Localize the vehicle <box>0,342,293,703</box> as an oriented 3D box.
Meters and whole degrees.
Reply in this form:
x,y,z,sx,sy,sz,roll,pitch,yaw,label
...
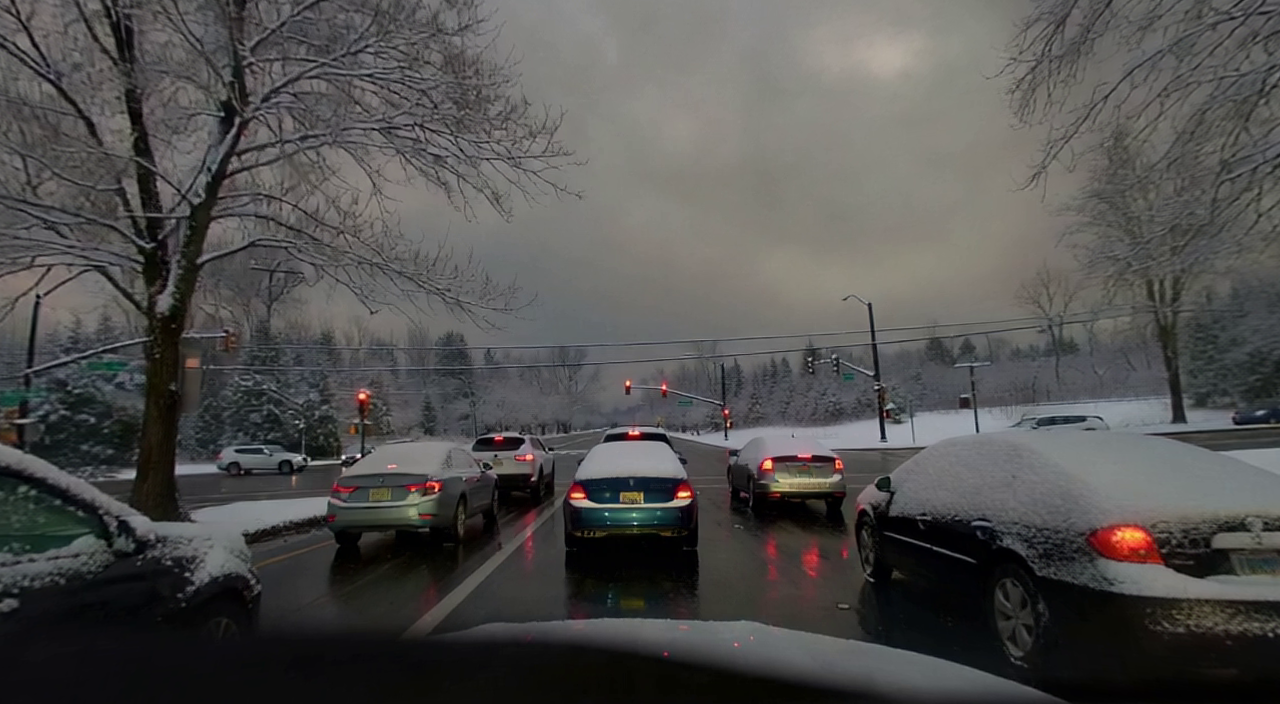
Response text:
x,y,z,sx,sy,sz,roll,pitch,yaw,label
-3.671,0.844,2.546,2.047,1.764,4.369,0,-8,0,vehicle

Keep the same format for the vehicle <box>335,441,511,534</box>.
x,y,z,sx,sy,sz,roll,pitch,yaw,label
-3.928,2.501,12.342,1.919,1.459,4.371,0,-8,-1,vehicle

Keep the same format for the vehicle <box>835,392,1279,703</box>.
x,y,z,sx,sy,sz,roll,pitch,yaw,label
3.381,1.311,5.420,1.933,1.564,4.600,0,-8,0,vehicle

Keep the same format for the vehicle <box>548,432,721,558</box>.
x,y,z,sx,sy,sz,roll,pitch,yaw,label
-0.082,2.005,9.591,2.061,1.470,3.970,0,-8,0,vehicle

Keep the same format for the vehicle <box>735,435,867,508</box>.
x,y,z,sx,sy,sz,roll,pitch,yaw,label
3.646,2.780,15.247,1.922,1.472,4.440,0,-8,-1,vehicle
